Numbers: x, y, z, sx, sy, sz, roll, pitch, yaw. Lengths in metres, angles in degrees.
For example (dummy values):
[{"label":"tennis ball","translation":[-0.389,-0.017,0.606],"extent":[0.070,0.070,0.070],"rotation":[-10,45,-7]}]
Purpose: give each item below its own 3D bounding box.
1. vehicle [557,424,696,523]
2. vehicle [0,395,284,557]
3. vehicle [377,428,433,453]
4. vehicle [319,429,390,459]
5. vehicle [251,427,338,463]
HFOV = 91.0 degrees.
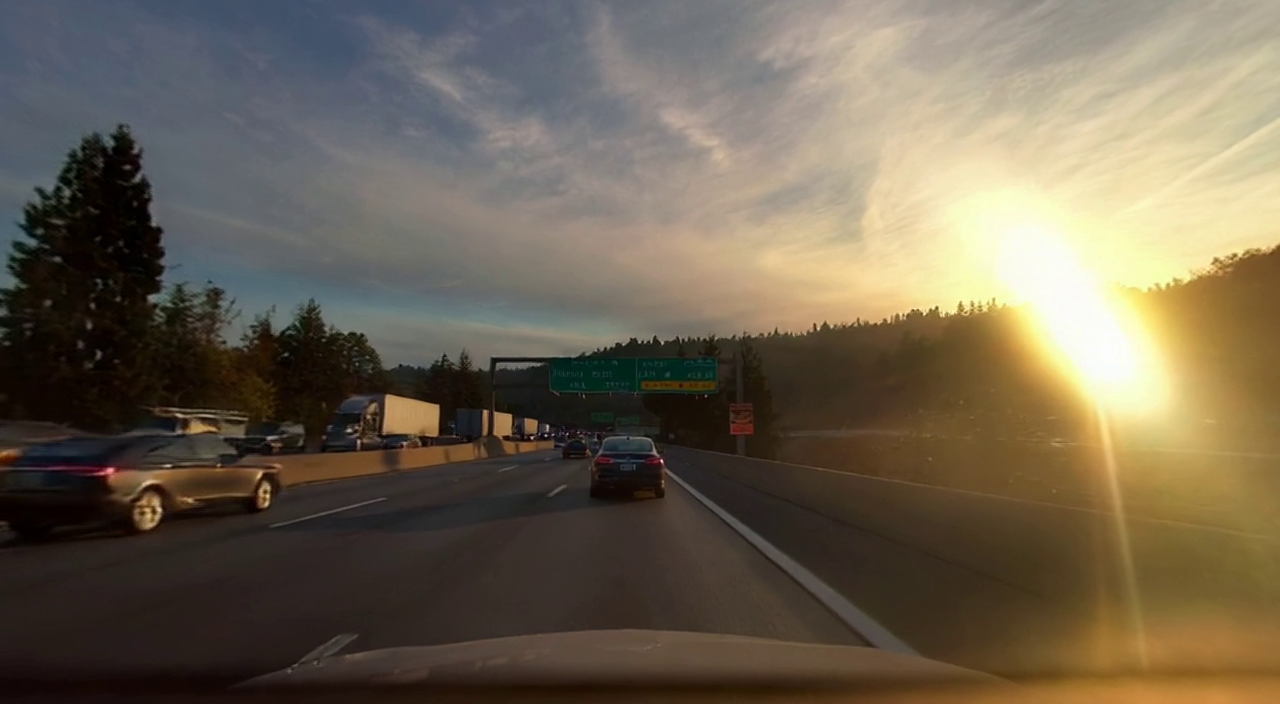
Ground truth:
[{"label":"vehicle","translation":[-0.229,2.181,11.929],"extent":[2.127,1.497,4.445],"rotation":[0,-8,0]},{"label":"vehicle","translation":[-7.400,1.588,8.738],"extent":[2.325,1.663,4.426],"rotation":[0,-8,-1]},{"label":"vehicle","translation":[-15.346,5.833,41.305],"extent":[2.004,1.551,4.231],"rotation":[0,-8,-1]},{"label":"vehicle","translation":[-15.261,4.939,33.893],"extent":[1.865,1.476,4.348],"rotation":[0,-8,-1]},{"label":"vehicle","translation":[-15.155,4.090,27.804],"extent":[1.773,1.481,3.722],"rotation":[0,-8,-1]}]
